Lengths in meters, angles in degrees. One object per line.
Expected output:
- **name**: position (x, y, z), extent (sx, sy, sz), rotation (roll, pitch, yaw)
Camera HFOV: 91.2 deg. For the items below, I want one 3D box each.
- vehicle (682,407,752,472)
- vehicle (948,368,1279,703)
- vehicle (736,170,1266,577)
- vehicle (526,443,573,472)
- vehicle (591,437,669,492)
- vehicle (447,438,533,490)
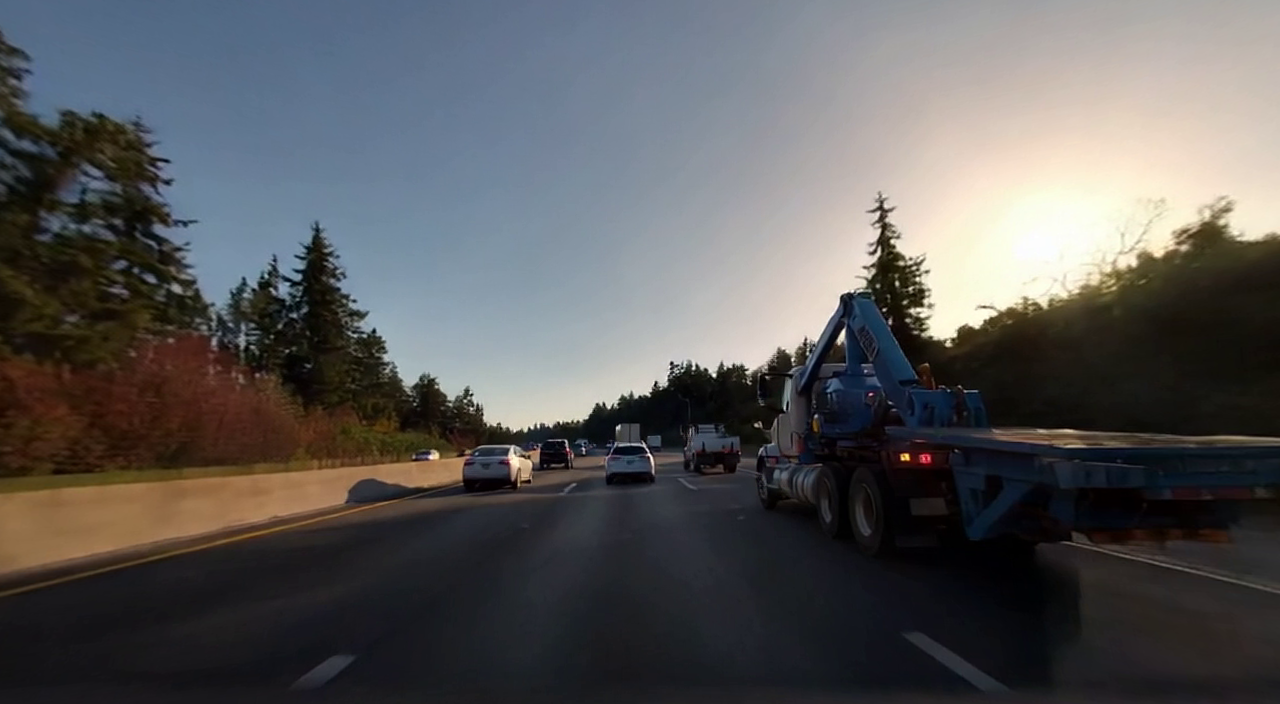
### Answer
- **vehicle**: position (3.619, 4.379, 30.978), extent (2.416, 2.829, 7.016), rotation (0, -9, -1)
- **vehicle**: position (3.903, 0.837, 2.235), extent (2.599, 1.631, 5.693), rotation (0, -9, -2)
- **vehicle**: position (3.738, 0.742, 9.730), extent (2.975, 3.618, 8.456), rotation (0, -9, -1)
- **vehicle**: position (-4.898, 5.775, 34.564), extent (1.924, 1.481, 4.264), rotation (0, -9, 1)
- **vehicle**: position (-0.325, 3.406, 19.263), extent (2.150, 1.498, 3.988), rotation (0, -9, -1)
- **vehicle**: position (-4.837, 3.673, 20.784), extent (1.858, 1.527, 3.974), rotation (0, -9, 0)
